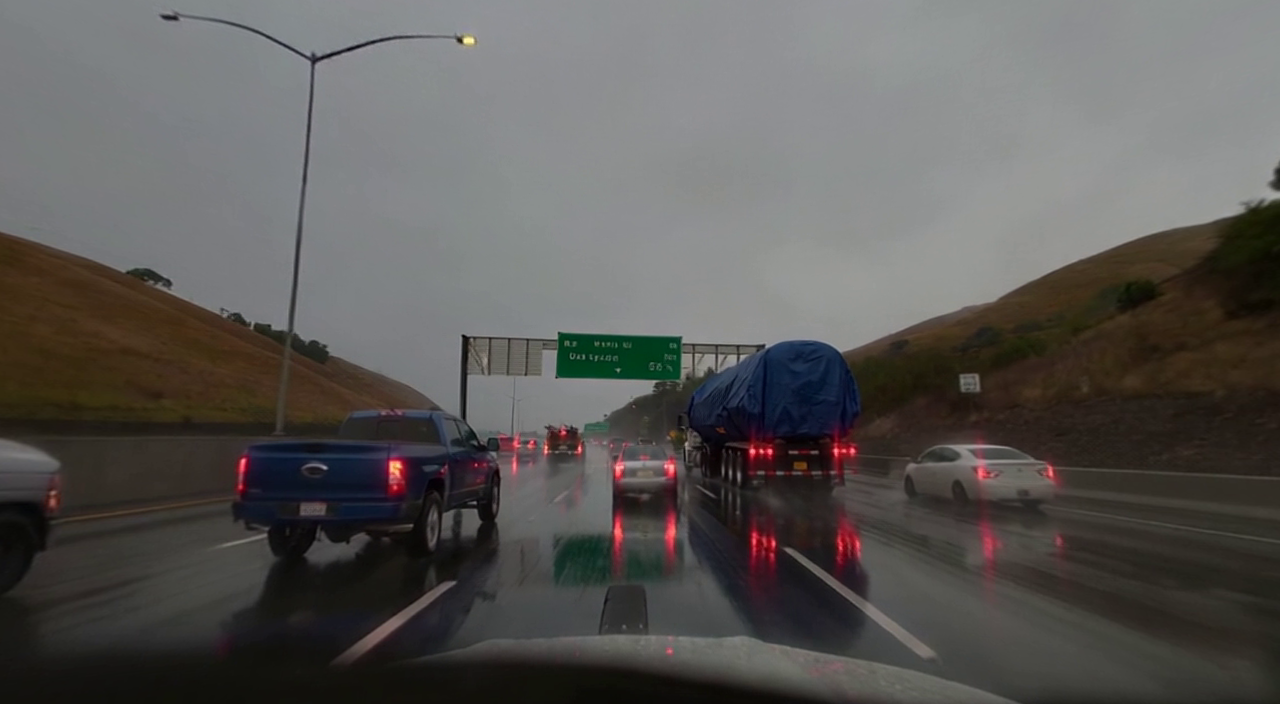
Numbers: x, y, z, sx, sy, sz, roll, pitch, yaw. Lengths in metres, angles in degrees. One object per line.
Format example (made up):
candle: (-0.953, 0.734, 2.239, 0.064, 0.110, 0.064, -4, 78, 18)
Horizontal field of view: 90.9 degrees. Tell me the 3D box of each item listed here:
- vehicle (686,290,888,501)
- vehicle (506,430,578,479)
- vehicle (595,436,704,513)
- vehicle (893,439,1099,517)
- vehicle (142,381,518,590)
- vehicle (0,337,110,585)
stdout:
vehicle: (3.199, 1.580, 17.640, 2.759, 4.098, 10.906, 0, -8, -1)
vehicle: (-3.933, 4.197, 26.173, 2.348, 1.821, 5.061, 0, -8, -2)
vehicle: (0.137, 2.658, 14.206, 2.105, 1.471, 3.978, 0, -8, -1)
vehicle: (7.748, 2.739, 14.332, 2.092, 1.495, 4.194, 0, -8, -2)
vehicle: (-3.351, 1.603, 8.515, 2.318, 1.902, 5.374, 0, -8, 0)
vehicle: (-7.559, 0.666, 3.454, 3.150, 2.303, 7.133, 0, -8, -1)
